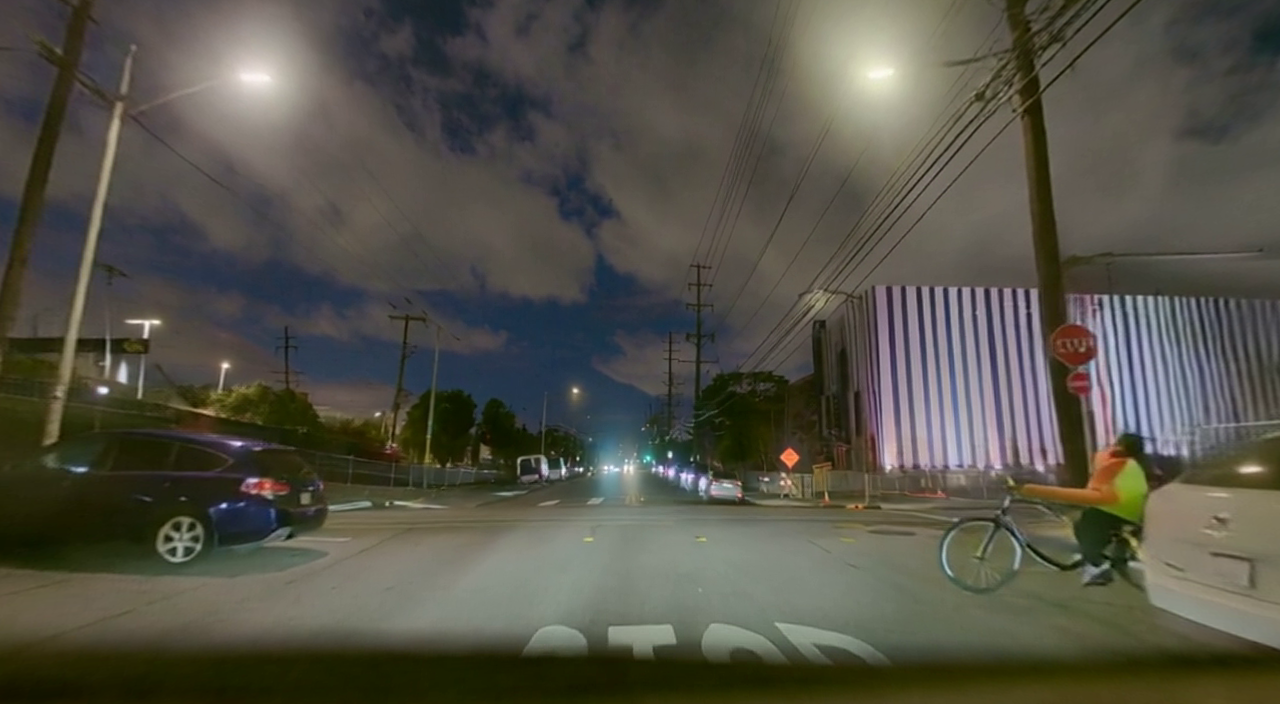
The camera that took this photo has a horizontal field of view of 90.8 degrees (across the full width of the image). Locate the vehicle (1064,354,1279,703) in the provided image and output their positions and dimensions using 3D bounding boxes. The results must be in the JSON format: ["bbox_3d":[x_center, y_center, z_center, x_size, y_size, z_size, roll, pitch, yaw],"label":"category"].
[{"bbox_3d":[4.467,0.952,2.340,4.554,1.473,1.876,5,-11,-3],"label":"vehicle"}]

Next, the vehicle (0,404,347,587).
[{"bbox_3d":[-6.508,1.523,7.391,5.025,1.648,2.055,4,-9,-1],"label":"vehicle"}]

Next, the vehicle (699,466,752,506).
[{"bbox_3d":[4.408,6.975,33.283,2.007,1.804,4.136,0,-8,-3],"label":"vehicle"}]
